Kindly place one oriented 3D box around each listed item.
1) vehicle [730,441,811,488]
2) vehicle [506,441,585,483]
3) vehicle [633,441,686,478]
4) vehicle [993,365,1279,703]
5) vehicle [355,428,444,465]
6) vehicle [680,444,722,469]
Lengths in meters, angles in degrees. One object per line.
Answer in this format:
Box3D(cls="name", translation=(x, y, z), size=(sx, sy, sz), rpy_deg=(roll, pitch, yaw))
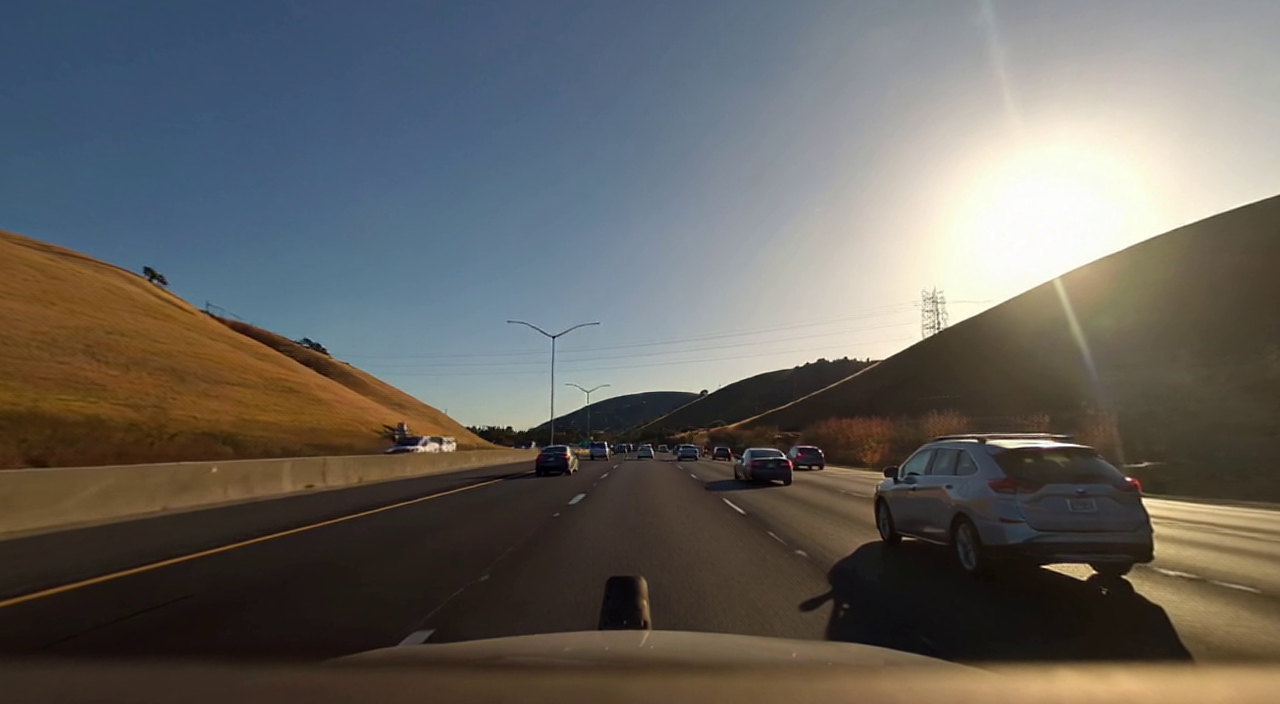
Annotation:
Box3D(cls="vehicle", translation=(4.470, 3.906, 22.198), size=(1.867, 1.465, 4.093), rpy_deg=(0, -8, -2))
Box3D(cls="vehicle", translation=(-3.444, 4.107, 23.860), size=(2.232, 1.438, 4.163), rpy_deg=(-1, -8, 2))
Box3D(cls="vehicle", translation=(0.799, 4.685, 27.701), size=(2.138, 1.473, 4.392), rpy_deg=(0, -8, 0))
Box3D(cls="vehicle", translation=(3.869, 0.884, 2.731), size=(2.018, 1.670, 4.658), rpy_deg=(0, -8, 1))
Box3D(cls="vehicle", translation=(-13.971, 5.560, 37.210), size=(2.547, 1.937, 6.432), rpy_deg=(-1, -8, 1))
Box3D(cls="vehicle", translation=(3.749, 6.458, 39.338), size=(2.177, 1.453, 4.205), rpy_deg=(0, -8, -1))
